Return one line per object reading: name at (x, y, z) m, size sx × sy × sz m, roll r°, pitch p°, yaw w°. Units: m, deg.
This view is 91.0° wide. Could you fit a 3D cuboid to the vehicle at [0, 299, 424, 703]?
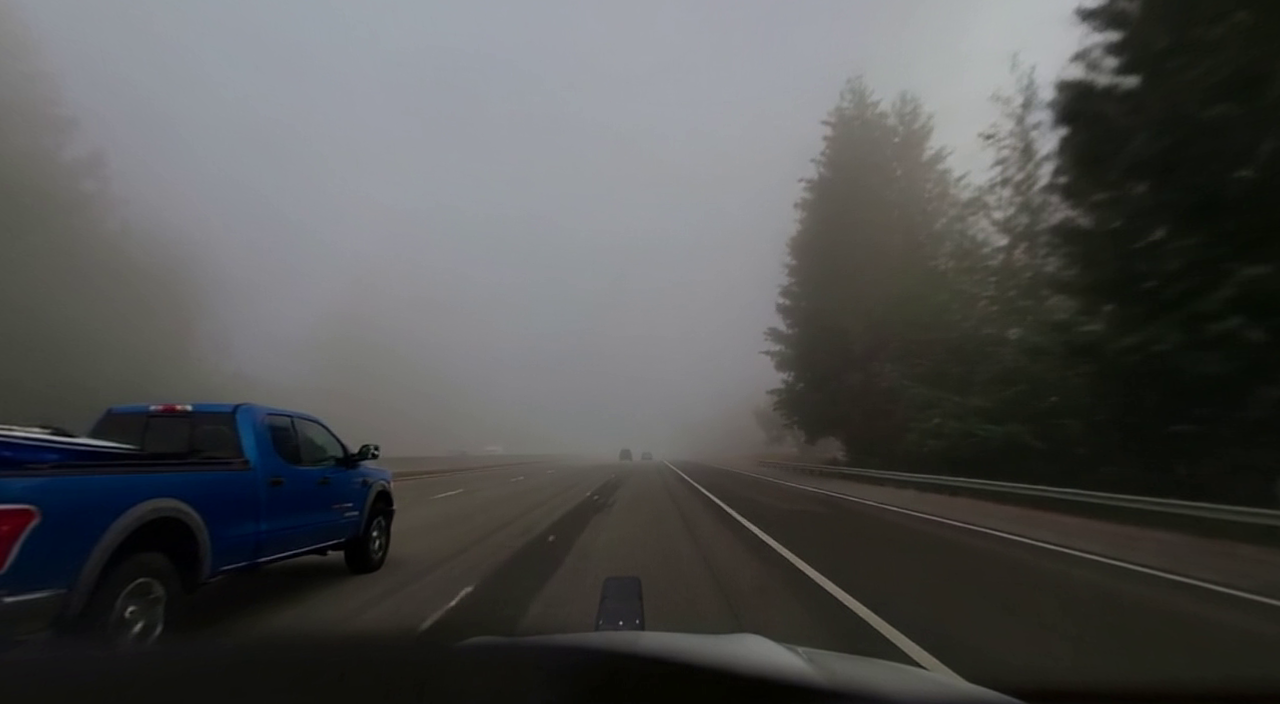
vehicle at (-3.401, 0.977, 3.930) m, size 2.202 × 1.836 × 5.009 m, roll 0°, pitch -9°, yaw 1°
